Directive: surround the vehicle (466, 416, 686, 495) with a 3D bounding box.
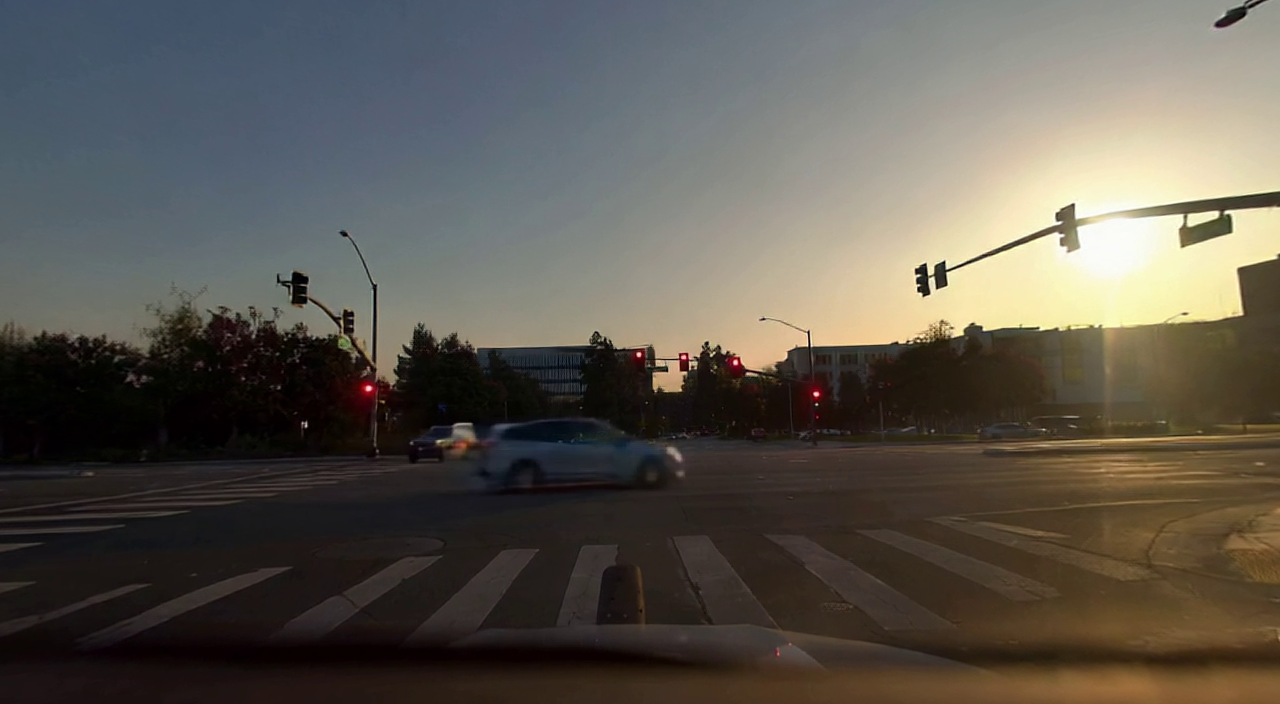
[{"bbox_3d":[-1.509,2.431,15.025,4.854,1.684,1.945,1,-9,-10],"label":"vehicle"}]

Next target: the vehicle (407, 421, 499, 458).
[{"bbox_3d":[-10.290,4.912,35.185,2.000,1.864,5.044,-4,-9,26],"label":"vehicle"}]
